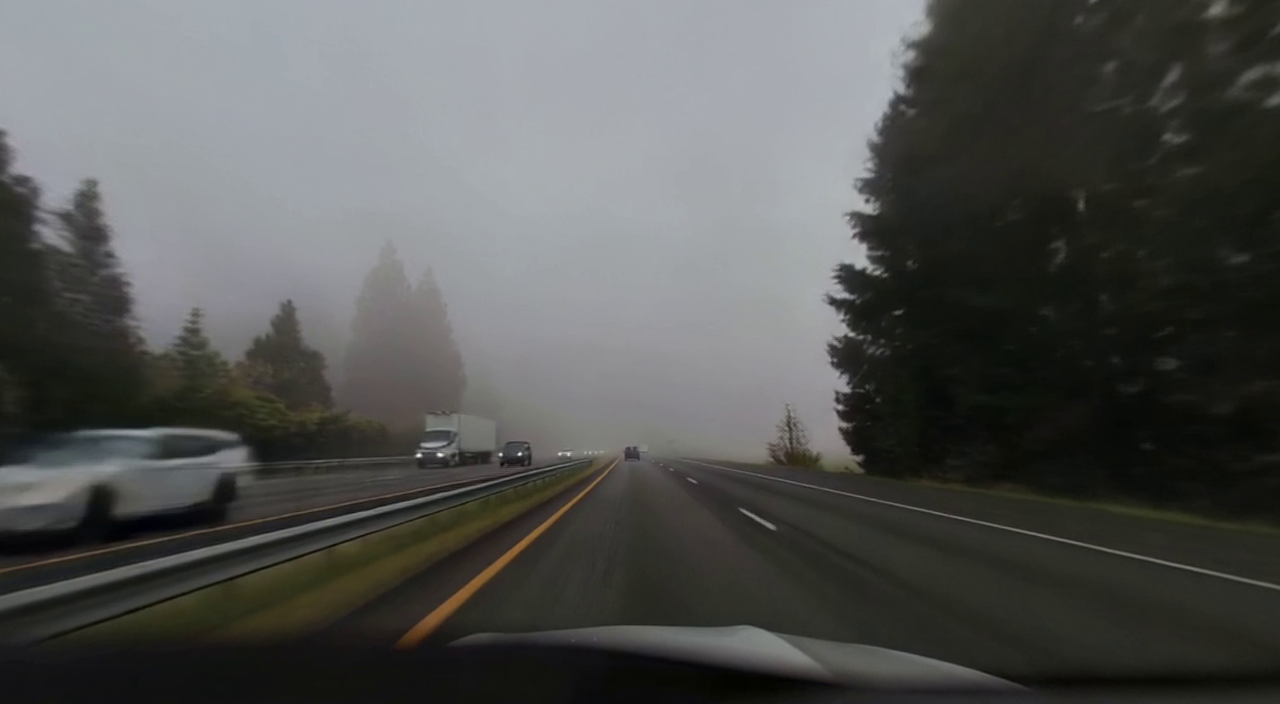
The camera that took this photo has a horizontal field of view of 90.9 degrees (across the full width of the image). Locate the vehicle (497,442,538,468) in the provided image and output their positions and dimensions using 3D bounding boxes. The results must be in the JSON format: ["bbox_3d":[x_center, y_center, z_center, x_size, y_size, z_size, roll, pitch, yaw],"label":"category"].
[{"bbox_3d":[-8.620,7.262,44.606,2.060,1.750,4.253,0,-9,-1],"label":"vehicle"}]

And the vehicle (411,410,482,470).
[{"bbox_3d":[-13.047,6.061,43.061,3.023,3.837,5.876,0,-9,-1],"label":"vehicle"}]

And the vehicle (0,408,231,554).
[{"bbox_3d":[-8.782,1.858,9.529,2.167,1.729,4.445,0,-9,0],"label":"vehicle"}]
